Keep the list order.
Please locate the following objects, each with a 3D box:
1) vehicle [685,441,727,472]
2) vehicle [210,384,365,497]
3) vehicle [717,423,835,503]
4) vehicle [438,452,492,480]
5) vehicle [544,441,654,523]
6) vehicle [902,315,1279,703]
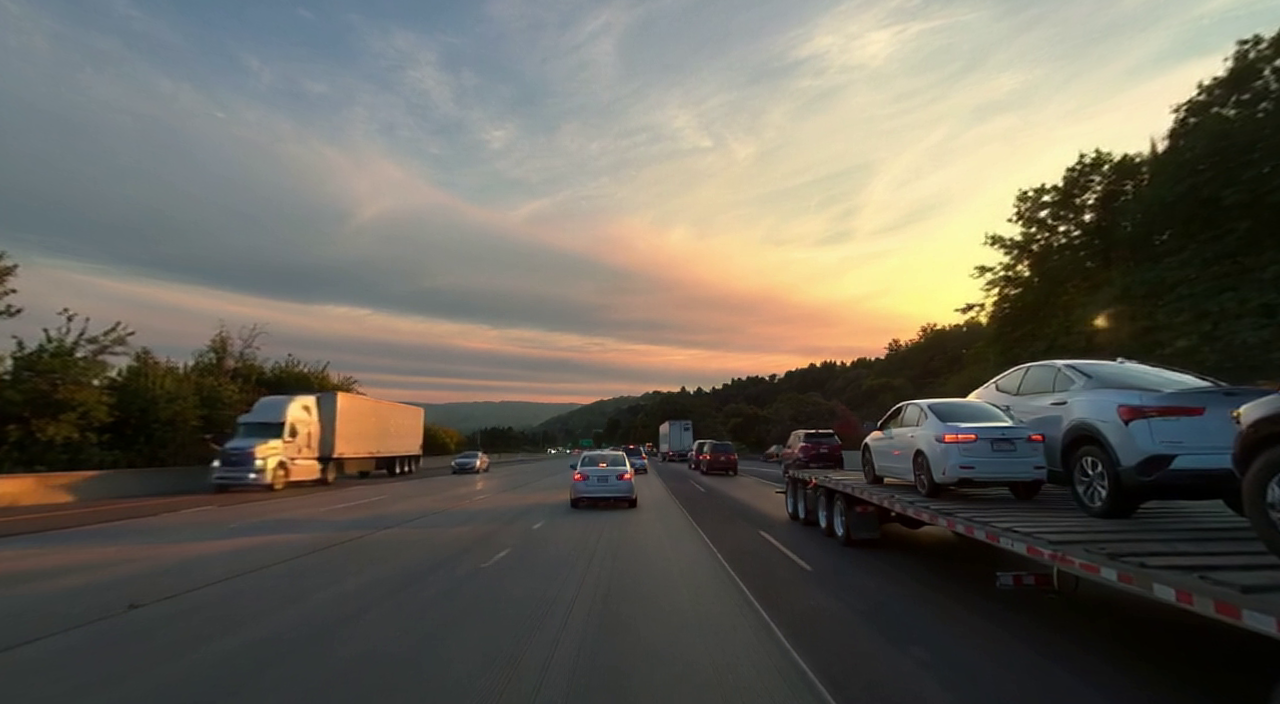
[{"bbox_3d":[3.795,6.088,36.720,1.938,1.660,4.223,0,-9,-1],"label":"vehicle"},{"bbox_3d":[-15.393,3.981,28.204,3.230,4.500,5.937,0,-9,1],"label":"vehicle"},{"bbox_3d":[3.504,2.964,17.108,2.303,1.889,3.920,0,-9,0],"label":"vehicle"},{"bbox_3d":[-11.032,7.210,39.990,2.221,1.639,4.105,0,-9,0],"label":"vehicle"},{"bbox_3d":[-0.735,2.655,13.363,1.991,1.466,3.675,0,-9,0],"label":"vehicle"},{"bbox_3d":[3.470,0.947,3.659,1.959,1.783,4.407,0,-9,0],"label":"vehicle"}]
